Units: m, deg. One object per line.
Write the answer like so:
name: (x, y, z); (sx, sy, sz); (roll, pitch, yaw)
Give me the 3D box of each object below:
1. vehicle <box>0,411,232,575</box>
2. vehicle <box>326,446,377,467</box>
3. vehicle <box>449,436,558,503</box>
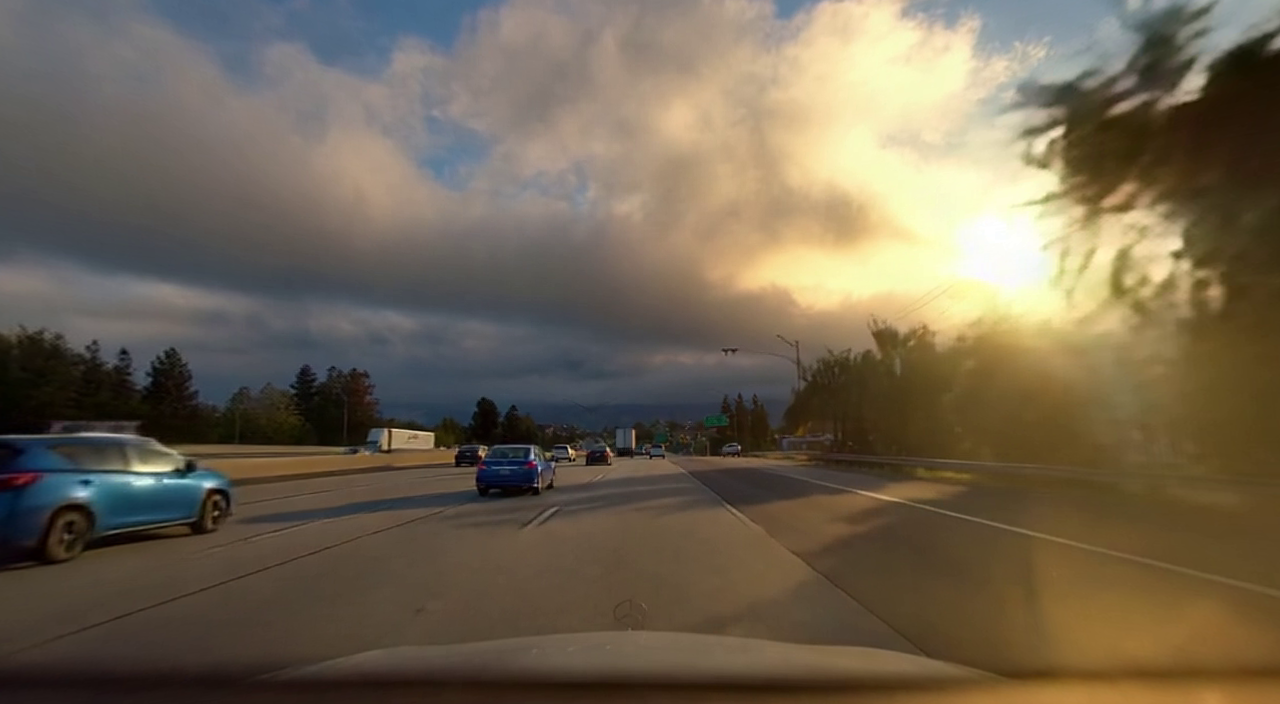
vehicle: (-7.603, 1.677, 7.956); (1.970, 1.682, 4.297); (0, -8, 1)
vehicle: (-20.448, 7.410, 44.851); (1.700, 1.449, 3.785); (-1, -8, 2)
vehicle: (-3.403, 2.988, 16.440); (1.953, 1.511, 3.704); (0, -8, 1)
